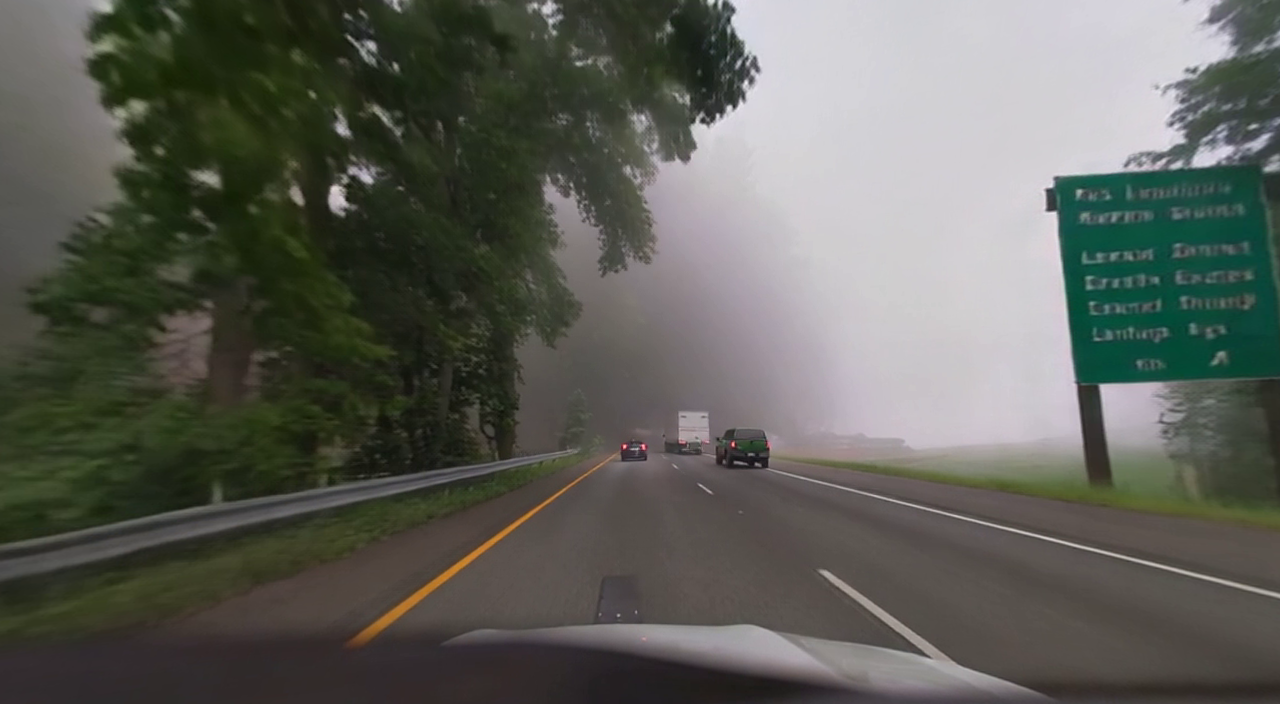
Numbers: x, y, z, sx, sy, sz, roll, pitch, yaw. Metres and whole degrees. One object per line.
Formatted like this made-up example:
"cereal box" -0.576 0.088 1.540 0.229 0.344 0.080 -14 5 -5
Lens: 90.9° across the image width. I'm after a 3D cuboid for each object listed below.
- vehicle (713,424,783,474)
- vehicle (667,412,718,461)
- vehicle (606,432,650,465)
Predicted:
"vehicle" 4.397 3.994 26.290 2.073 1.905 4.023 0 -8 -2
"vehicle" 3.416 5.771 43.046 2.728 3.053 7.708 0 -8 0
"vehicle" -0.639 5.189 34.086 2.206 1.681 4.111 0 -8 -1
